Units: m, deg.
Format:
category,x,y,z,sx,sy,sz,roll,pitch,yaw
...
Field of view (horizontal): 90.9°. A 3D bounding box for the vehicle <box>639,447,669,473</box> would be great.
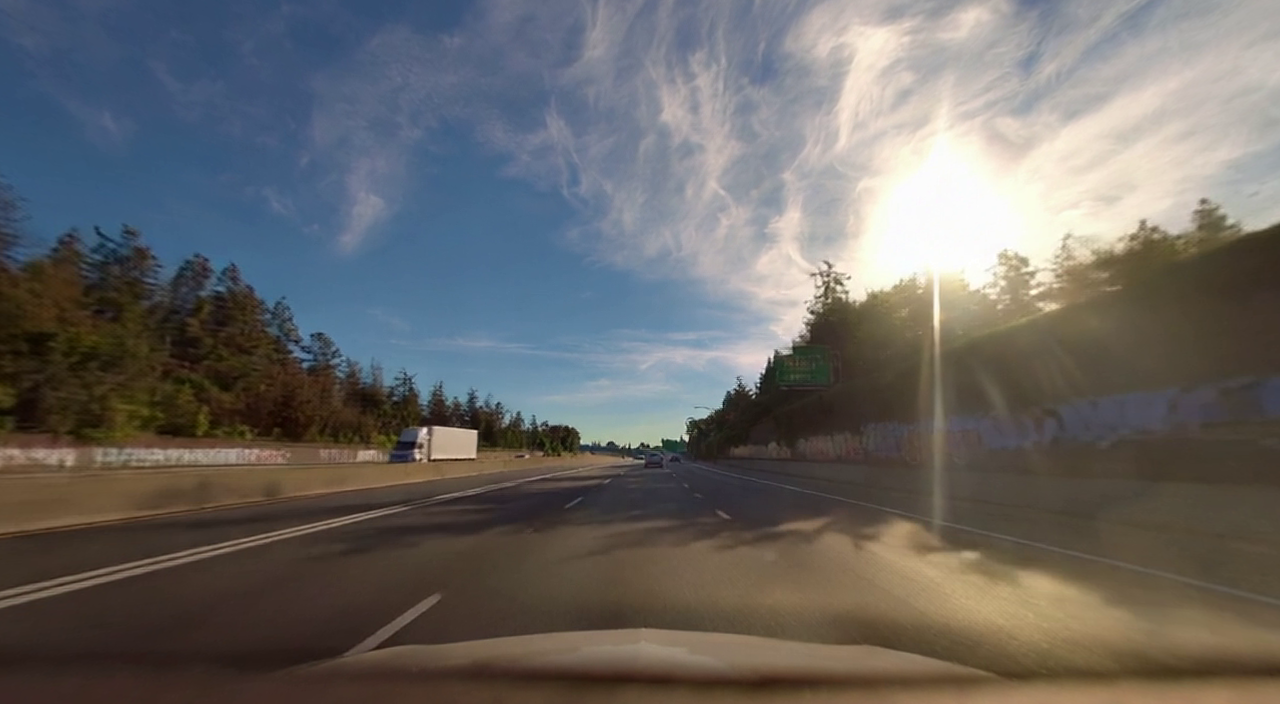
category,x,y,z,sx,sy,sz,roll,pitch,yaw
vehicle,1.068,8.507,49.564,2.279,1.934,4.268,0,-9,0
